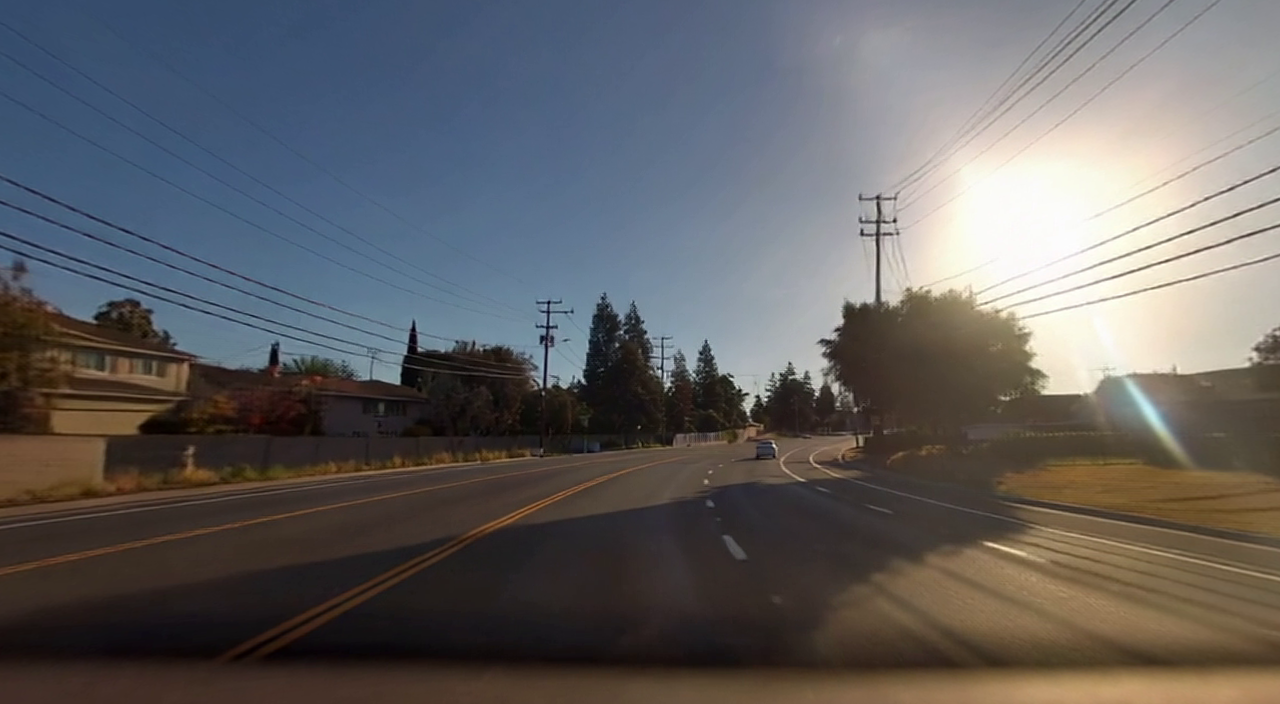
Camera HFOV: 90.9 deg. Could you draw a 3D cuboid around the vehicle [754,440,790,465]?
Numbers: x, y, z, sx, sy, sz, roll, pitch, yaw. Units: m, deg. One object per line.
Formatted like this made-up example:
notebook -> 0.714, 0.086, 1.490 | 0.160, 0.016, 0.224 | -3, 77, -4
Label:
vehicle -> 8.007, 6.051, 38.019 | 1.982, 1.451, 4.152 | -2, -9, 12
